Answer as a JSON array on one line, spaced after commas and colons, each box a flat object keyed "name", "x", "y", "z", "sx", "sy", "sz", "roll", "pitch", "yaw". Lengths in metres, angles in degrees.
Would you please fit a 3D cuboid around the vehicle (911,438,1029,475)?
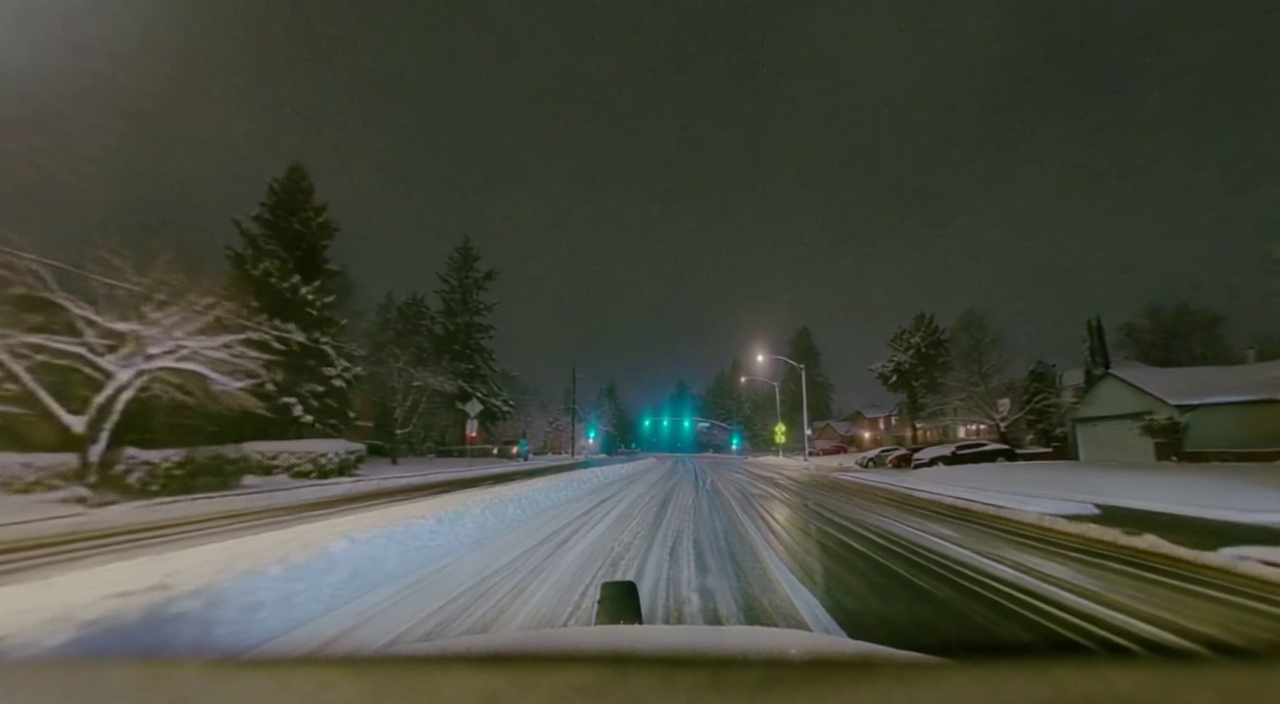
[{"name": "vehicle", "x": 17.037, "y": 5.390, "z": 32.806, "sx": 4.854, "sy": 1.803, "sz": 2.179, "roll": 0, "pitch": -8, "yaw": 0}]
